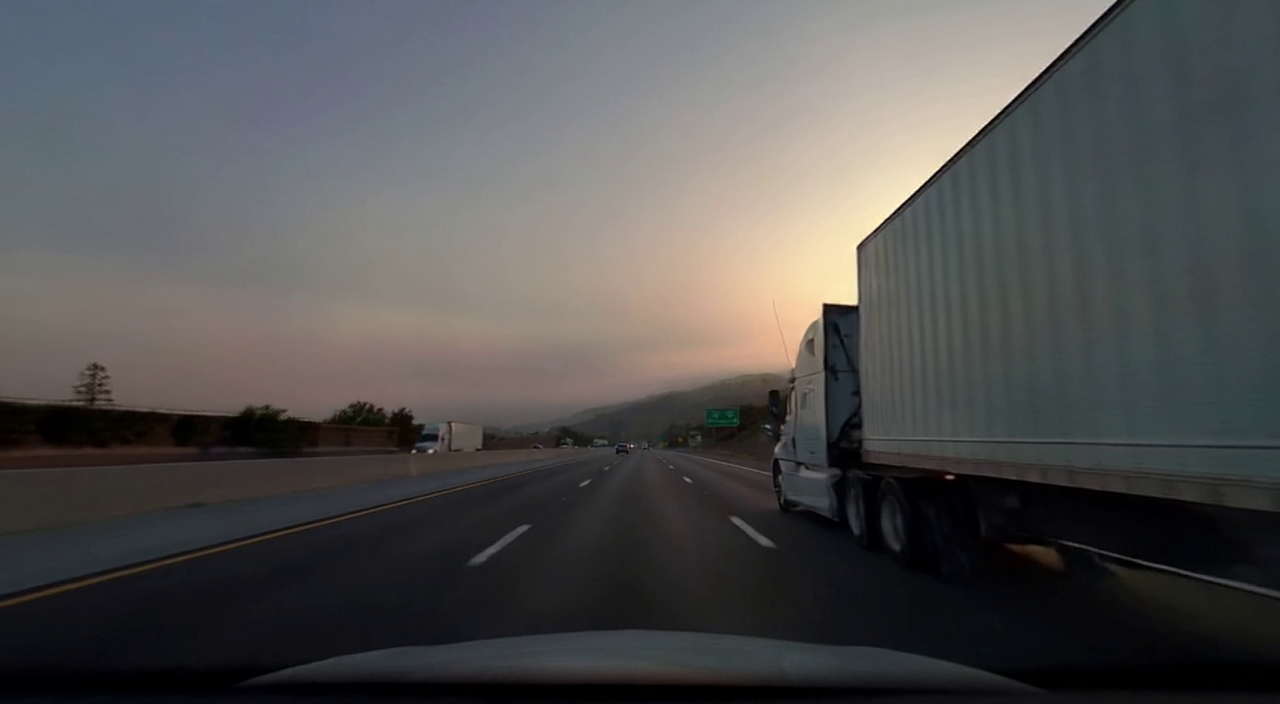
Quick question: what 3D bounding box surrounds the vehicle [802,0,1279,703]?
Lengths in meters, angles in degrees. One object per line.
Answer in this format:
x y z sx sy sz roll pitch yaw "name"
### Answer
4.035 0.004 4.028 2.870 3.768 11.872 0 -8 0 "vehicle"
